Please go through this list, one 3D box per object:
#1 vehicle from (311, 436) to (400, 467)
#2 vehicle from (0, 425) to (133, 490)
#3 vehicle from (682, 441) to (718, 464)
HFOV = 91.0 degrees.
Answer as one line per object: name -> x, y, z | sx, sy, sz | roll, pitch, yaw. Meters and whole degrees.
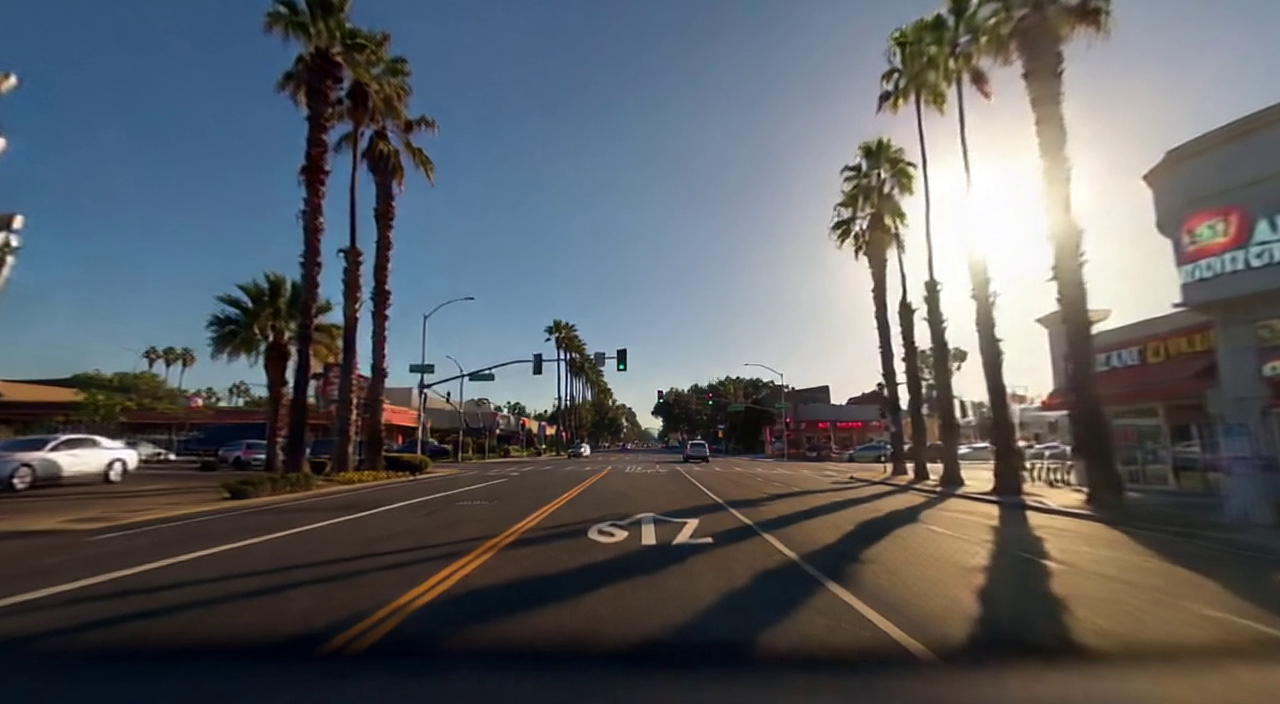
vehicle -> -19.447, 6.814, 43.194 | 4.901, 2.064, 2.296 | 0, -8, 1
vehicle -> -19.526, 3.285, 19.741 | 5.049, 1.874, 2.462 | 0, -9, 0
vehicle -> 4.066, 6.926, 43.372 | 2.065, 1.507, 4.225 | 0, -9, -1
